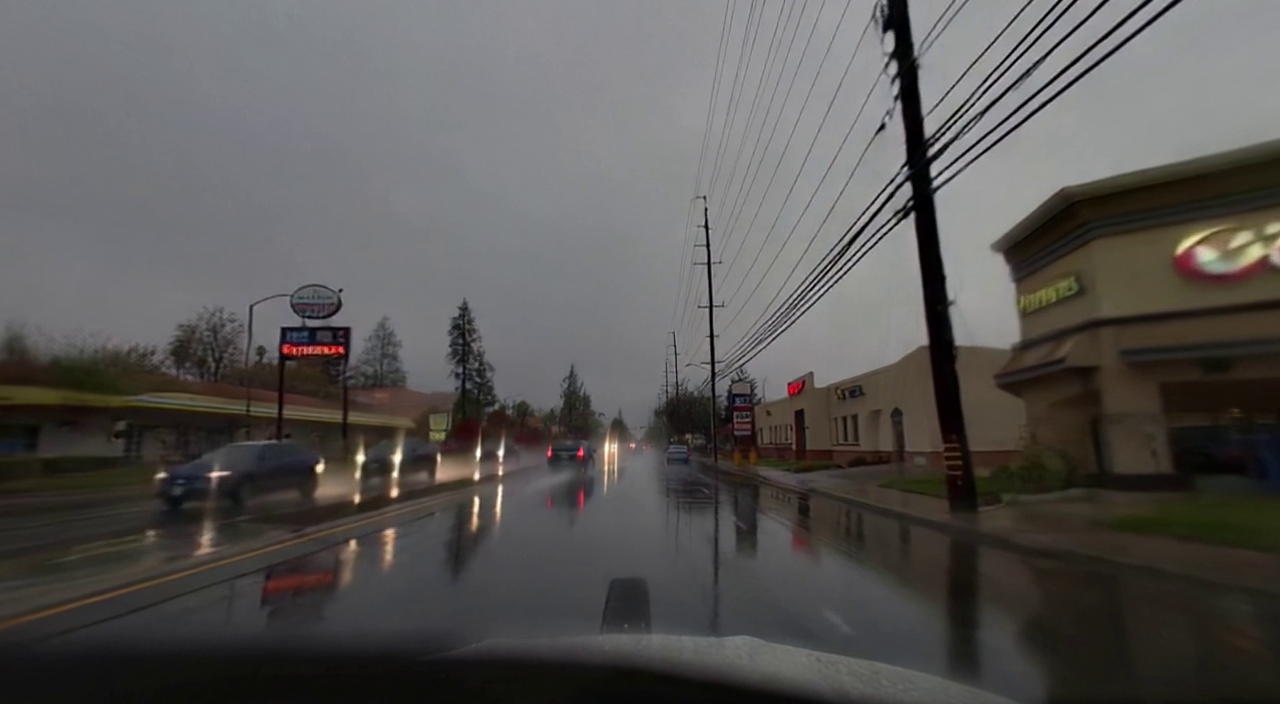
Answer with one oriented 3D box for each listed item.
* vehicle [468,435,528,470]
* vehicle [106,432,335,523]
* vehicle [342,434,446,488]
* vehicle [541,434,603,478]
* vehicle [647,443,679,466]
[{"bbox_3d":[-7.704,5.501,34.605,2.009,1.773,4.925,0,-9,2],"label":"vehicle"},{"bbox_3d":[-7.906,2.377,12.410,1.760,1.487,3.890,0,-9,1],"label":"vehicle"},{"bbox_3d":[-8.082,3.616,21.154,1.795,1.607,4.059,0,-9,1],"label":"vehicle"},{"bbox_3d":[-2.712,4.288,26.116,2.047,1.664,4.148,0,-9,1],"label":"vehicle"},{"bbox_3d":[1.546,6.806,42.117,1.978,1.455,4.195,0,-9,3],"label":"vehicle"}]
